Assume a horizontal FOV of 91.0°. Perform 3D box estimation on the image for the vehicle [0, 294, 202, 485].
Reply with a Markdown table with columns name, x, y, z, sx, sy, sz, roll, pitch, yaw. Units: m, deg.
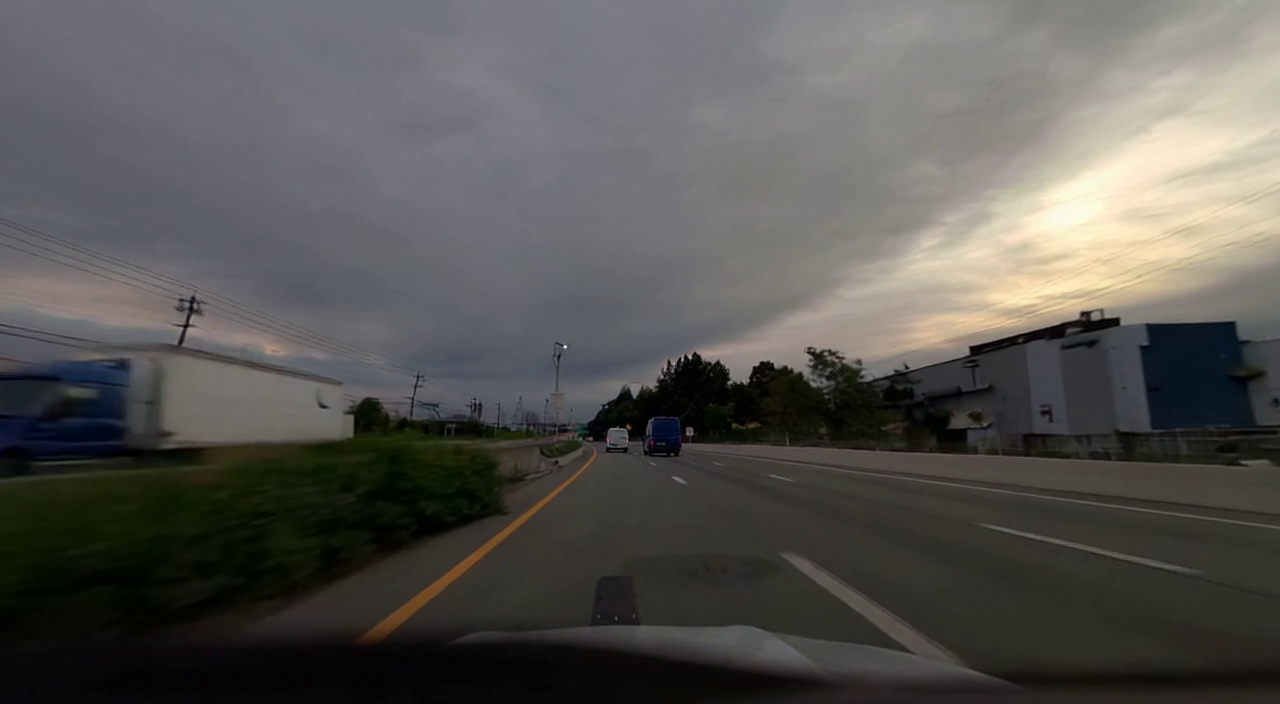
| name | x | y | z | sx | sy | sz | roll | pitch | yaw |
| --- | --- | --- | --- | --- | --- | --- | --- | --- | --- |
| vehicle | -14.954 | 1.186 | 16.151 | 2.980 | 4.019 | 6.068 | 0 | -8 | -1 |

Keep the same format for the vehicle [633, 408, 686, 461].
| name | x | y | z | sx | sy | sz | roll | pitch | yaw |
| --- | --- | --- | --- | --- | --- | --- | --- | --- | --- |
| vehicle | 1.151 | 5.478 | 41.683 | 2.713 | 3.140 | 6.640 | 0 | -8 | -5 |
